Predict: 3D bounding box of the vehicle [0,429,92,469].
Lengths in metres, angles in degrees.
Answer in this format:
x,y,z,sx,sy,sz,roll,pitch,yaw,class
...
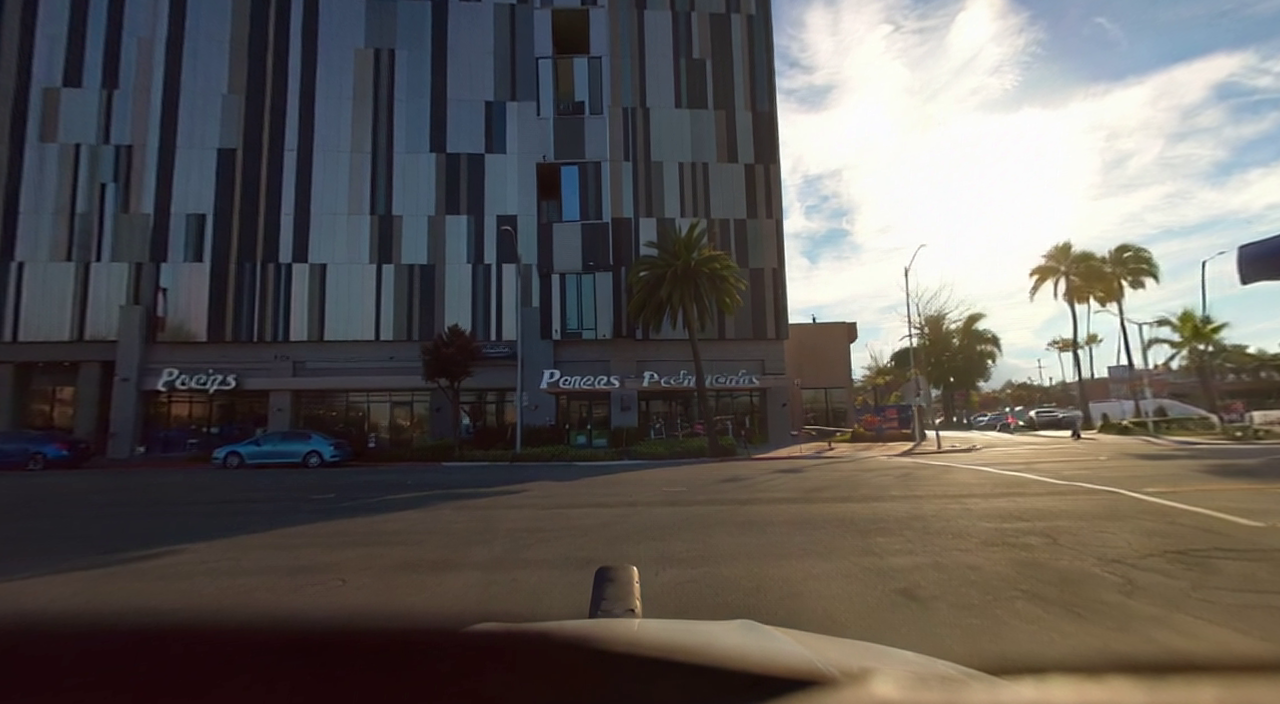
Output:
x,y,z,sx,sy,sz,roll,pitch,yaw,class
-23.634,3.620,23.707,4.321,1.430,1.775,0,-9,-2,vehicle

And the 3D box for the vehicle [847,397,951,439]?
x,y,z,sx,sy,sz,roll,pitch,yaw,class
16.166,4.168,39.665,5.524,2.504,2.196,1,-9,-3,vehicle

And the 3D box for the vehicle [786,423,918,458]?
x,y,z,sx,sy,sz,roll,pitch,yaw,class
8.608,3.651,25.894,4.782,1.371,1.763,1,-9,-5,vehicle

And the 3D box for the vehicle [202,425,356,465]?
x,y,z,sx,sy,sz,roll,pitch,yaw,class
-13.939,3.618,24.562,4.857,1.497,1.811,0,-9,2,vehicle

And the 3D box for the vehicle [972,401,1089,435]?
x,y,z,sx,sy,sz,roll,pitch,yaw,class
28.517,4.832,46.303,7.026,2.329,2.545,1,-6,-4,vehicle
